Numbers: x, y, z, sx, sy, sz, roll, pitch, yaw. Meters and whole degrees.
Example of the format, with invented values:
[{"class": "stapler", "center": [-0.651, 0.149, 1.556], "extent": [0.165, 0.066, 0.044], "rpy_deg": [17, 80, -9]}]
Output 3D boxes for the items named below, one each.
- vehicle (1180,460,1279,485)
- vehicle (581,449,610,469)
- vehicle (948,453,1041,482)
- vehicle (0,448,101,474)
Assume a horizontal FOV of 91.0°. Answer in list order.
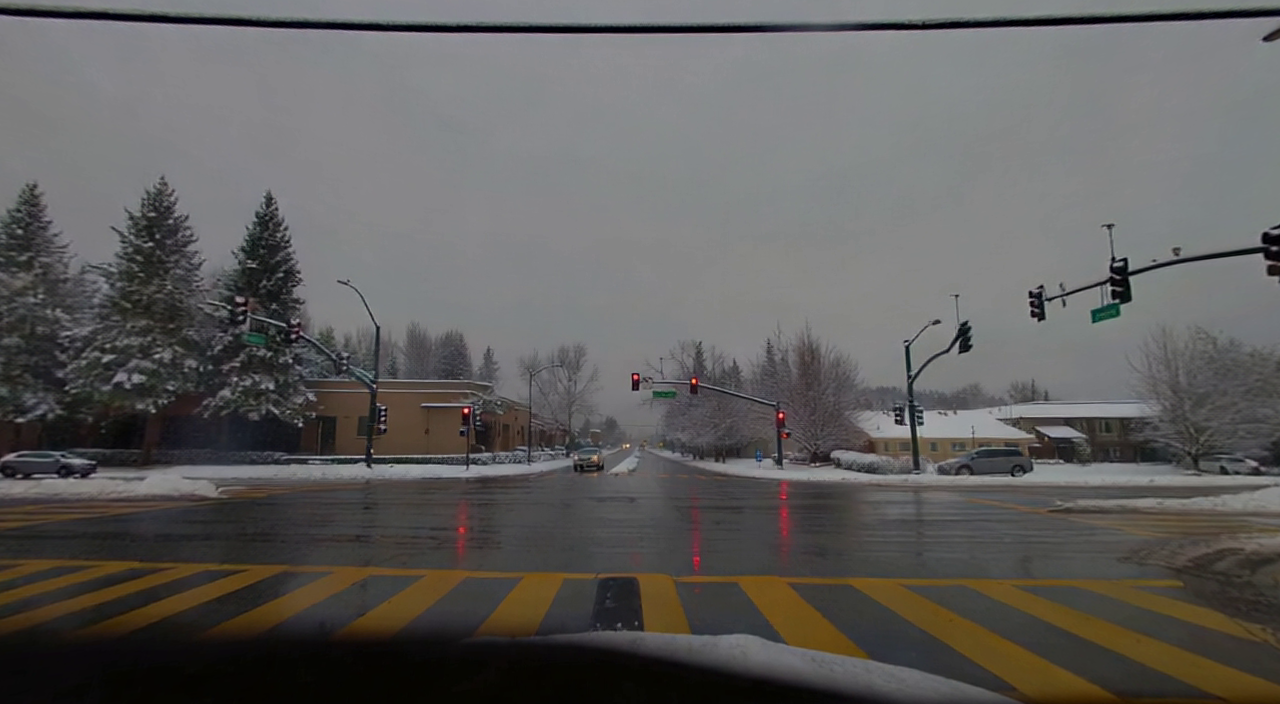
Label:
[{"class": "vehicle", "center": [36.224, 7.315, 38.295], "extent": [4.976, 1.428, 1.929], "rpy_deg": [0, -8, -2]}, {"class": "vehicle", "center": [-3.449, 8.360, 49.188], "extent": [1.908, 1.441, 4.142], "rpy_deg": [0, -8, 1]}, {"class": "vehicle", "center": [21.098, 6.873, 37.588], "extent": [4.447, 1.623, 1.801], "rpy_deg": [0, -9, -3]}, {"class": "vehicle", "center": [-35.134, 6.421, 37.191], "extent": [4.741, 1.447, 1.807], "rpy_deg": [0, -9, -1]}]
